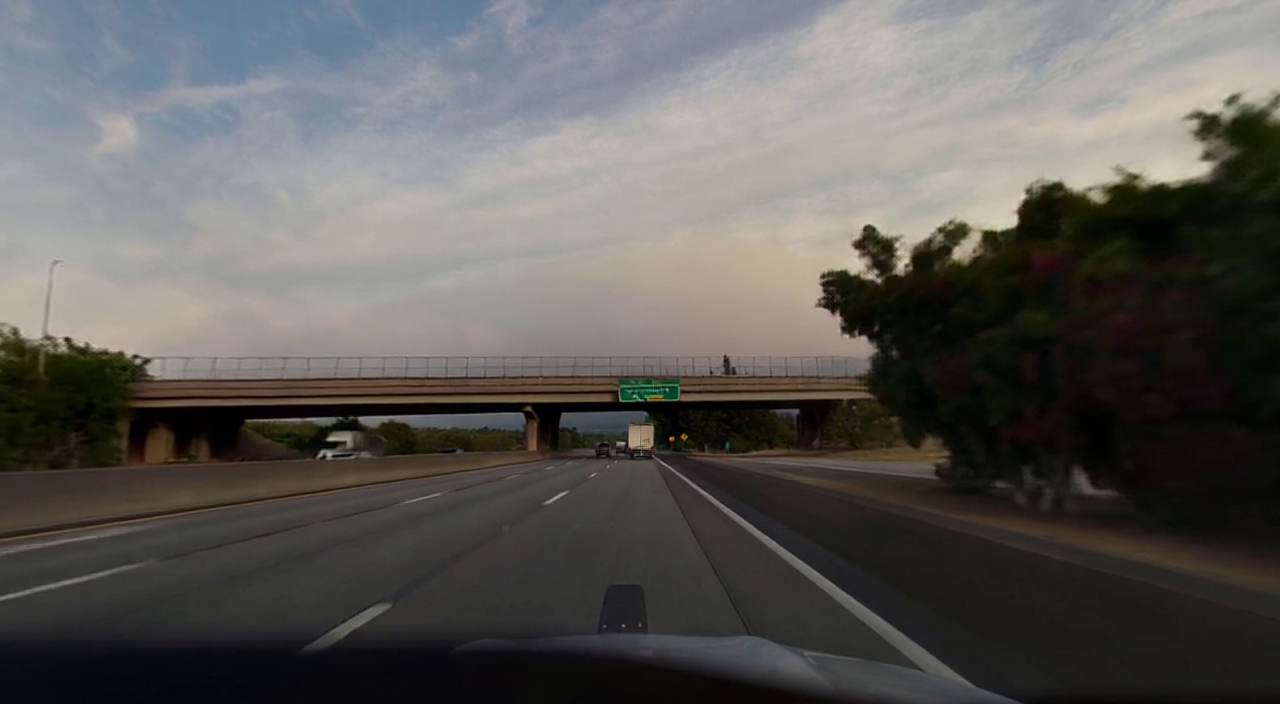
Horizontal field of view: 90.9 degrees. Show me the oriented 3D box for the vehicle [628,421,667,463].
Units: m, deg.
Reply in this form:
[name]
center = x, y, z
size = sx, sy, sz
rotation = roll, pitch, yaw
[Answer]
[vehicle]
center = 0.475, 7.165, 49.901
size = 2.790, 3.075, 7.414
rotation = 0, -9, -2
